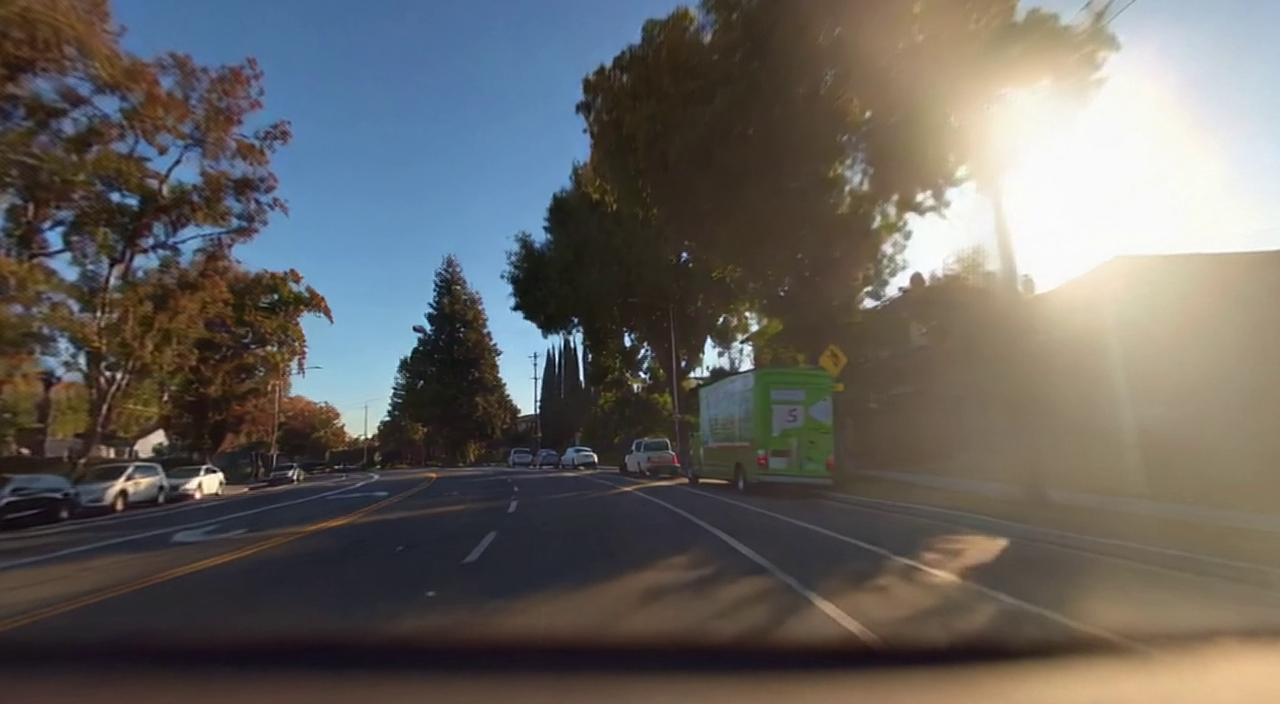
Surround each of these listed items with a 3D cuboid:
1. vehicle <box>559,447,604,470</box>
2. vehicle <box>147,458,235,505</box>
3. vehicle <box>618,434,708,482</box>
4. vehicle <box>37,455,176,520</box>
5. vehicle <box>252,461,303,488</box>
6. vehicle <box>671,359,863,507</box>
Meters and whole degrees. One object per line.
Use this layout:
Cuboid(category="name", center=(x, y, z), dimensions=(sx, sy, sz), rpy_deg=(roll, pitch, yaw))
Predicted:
Cuboid(category="vehicle", center=(-4.087, 7.336, 43.436), dimensions=(2.041, 1.520, 4.674), rpy_deg=(3, -9, -18))
Cuboid(category="vehicle", center=(-20.247, 5.800, 28.500), dimensions=(1.934, 1.733, 3.921), rpy_deg=(-1, -8, -15))
Cuboid(category="vehicle", center=(0.831, 4.639, 27.867), dimensions=(2.251, 1.868, 6.178), rpy_deg=(2, -9, -15))
Cuboid(category="vehicle", center=(-18.041, 4.516, 21.507), dimensions=(1.898, 1.838, 4.072), rpy_deg=(0, -8, -14))
Cuboid(category="vehicle", center=(-24.433, 8.228, 42.486), dimensions=(1.949, 1.456, 4.497), rpy_deg=(2, -7, -17))
Cuboid(category="vehicle", center=(3.086, 2.389, 18.095), dimensions=(2.918, 3.319, 7.595), rpy_deg=(1, -9, -9))
